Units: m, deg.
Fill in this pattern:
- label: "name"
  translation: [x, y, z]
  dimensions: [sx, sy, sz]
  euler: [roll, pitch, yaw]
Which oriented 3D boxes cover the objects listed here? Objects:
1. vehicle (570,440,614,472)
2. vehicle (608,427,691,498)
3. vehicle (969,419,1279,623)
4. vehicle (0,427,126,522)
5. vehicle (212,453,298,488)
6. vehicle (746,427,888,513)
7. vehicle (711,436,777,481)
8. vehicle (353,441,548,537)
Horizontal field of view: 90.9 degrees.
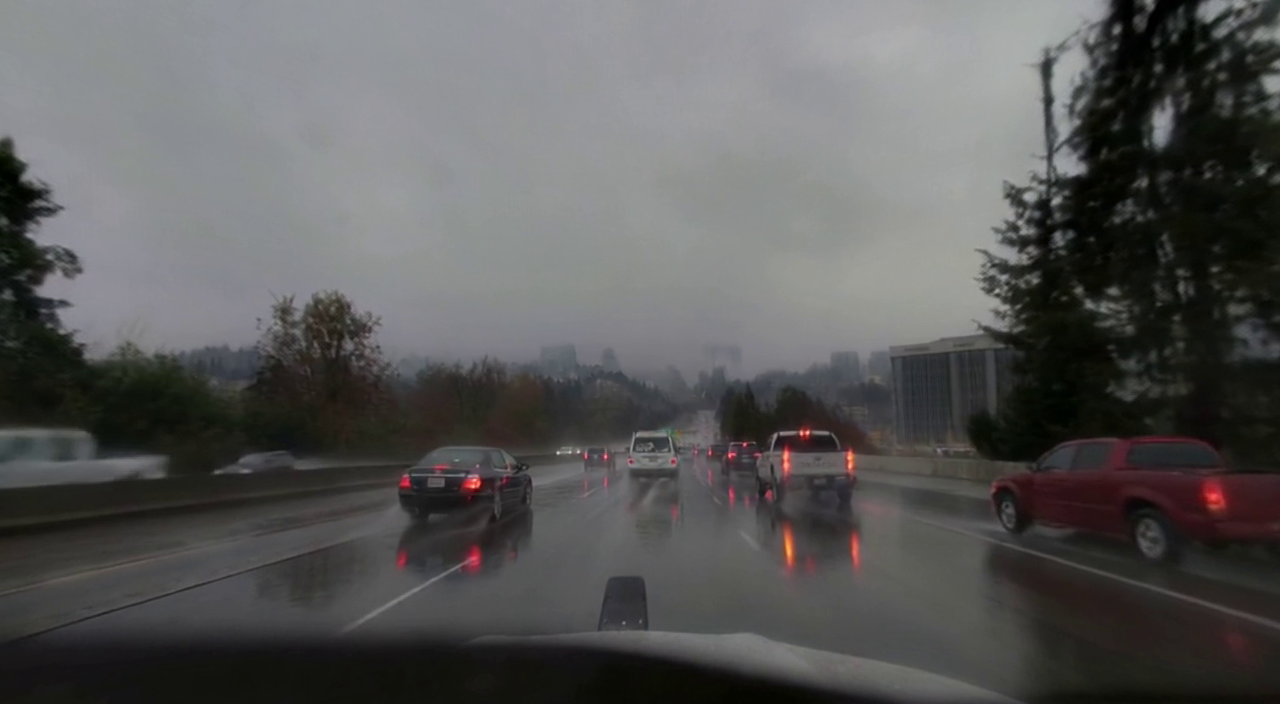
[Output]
- label: "vehicle"
  translation: [-2.669, 5.932, 36.148]
  dimensions: [1.951, 1.694, 4.188]
  euler: [-1, -8, 3]
- label: "vehicle"
  translation: [0.331, 3.218, 18.728]
  dimensions: [2.153, 1.805, 4.631]
  euler: [-1, -8, 2]
- label: "vehicle"
  translation: [5.737, 1.549, 6.791]
  dimensions: [2.053, 1.473, 4.383]
  euler: [-1, -8, 1]
- label: "vehicle"
  translation: [-13.922, 2.444, 12.488]
  dimensions: [2.367, 1.874, 5.816]
  euler: [-1, -8, 3]
- label: "vehicle"
  translation: [-20.403, 6.243, 33.624]
  dimensions: [1.845, 1.668, 4.080]
  euler: [-1, -8, 2]
- label: "vehicle"
  translation: [3.930, 2.699, 14.955]
  dimensions: [2.156, 1.701, 4.494]
  euler: [-1, -8, 2]
- label: "vehicle"
  translation: [4.206, 4.369, 26.126]
  dimensions: [2.094, 1.676, 4.309]
  euler: [-1, -8, 2]
- label: "vehicle"
  translation: [-3.279, 2.466, 12.183]
  dimensions: [1.965, 1.443, 4.968]
  euler: [-1, -8, 4]
